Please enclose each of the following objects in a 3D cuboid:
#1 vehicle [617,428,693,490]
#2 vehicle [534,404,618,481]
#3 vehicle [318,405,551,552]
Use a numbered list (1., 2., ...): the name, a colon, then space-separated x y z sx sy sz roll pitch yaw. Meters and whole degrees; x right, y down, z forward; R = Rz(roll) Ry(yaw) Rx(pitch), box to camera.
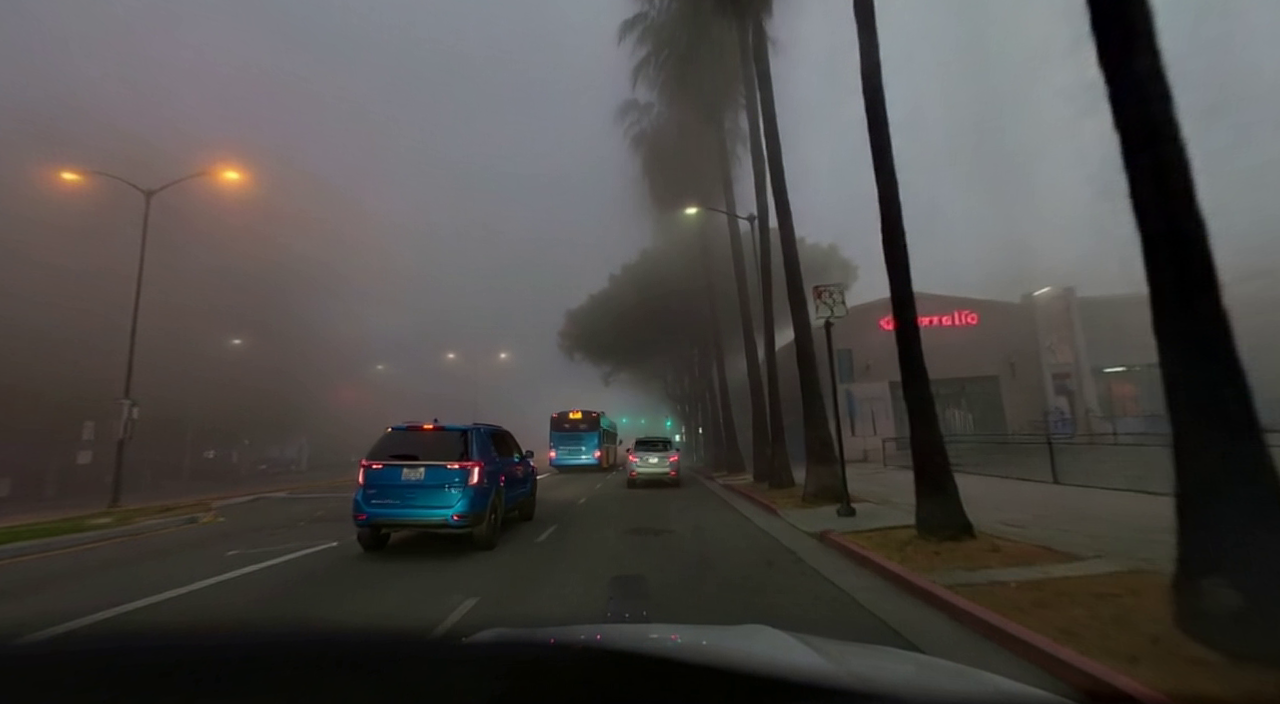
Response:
1. vehicle: 0.424 3.273 19.576 2.120 1.727 3.917 0 -8 0
2. vehicle: -2.685 4.206 29.261 2.775 3.064 8.297 0 -8 2
3. vehicle: -2.885 1.909 10.181 2.124 1.799 4.587 0 -8 1
